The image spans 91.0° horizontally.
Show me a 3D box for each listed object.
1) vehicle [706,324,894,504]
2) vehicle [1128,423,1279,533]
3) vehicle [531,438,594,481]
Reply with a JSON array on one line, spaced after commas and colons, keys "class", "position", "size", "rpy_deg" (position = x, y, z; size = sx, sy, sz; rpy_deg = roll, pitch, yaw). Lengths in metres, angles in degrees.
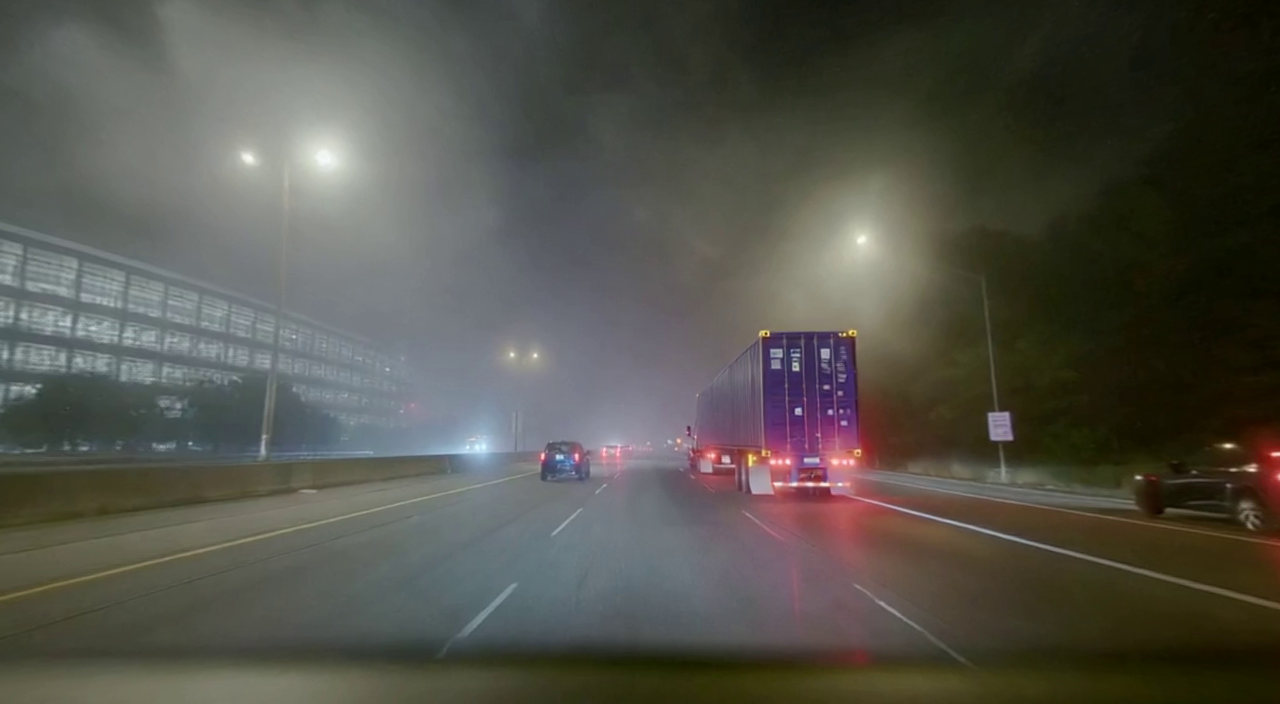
[{"class": "vehicle", "position": [4.245, 2.352, 20.841], "size": [2.893, 3.992, 13.605], "rpy_deg": [0, -9, 1]}, {"class": "vehicle", "position": [12.069, 2.308, 11.708], "size": [2.129, 1.874, 4.907], "rpy_deg": [0, -9, 2]}, {"class": "vehicle", "position": [-2.975, 4.234, 25.010], "size": [1.954, 1.528, 4.010], "rpy_deg": [0, -9, 1]}]
